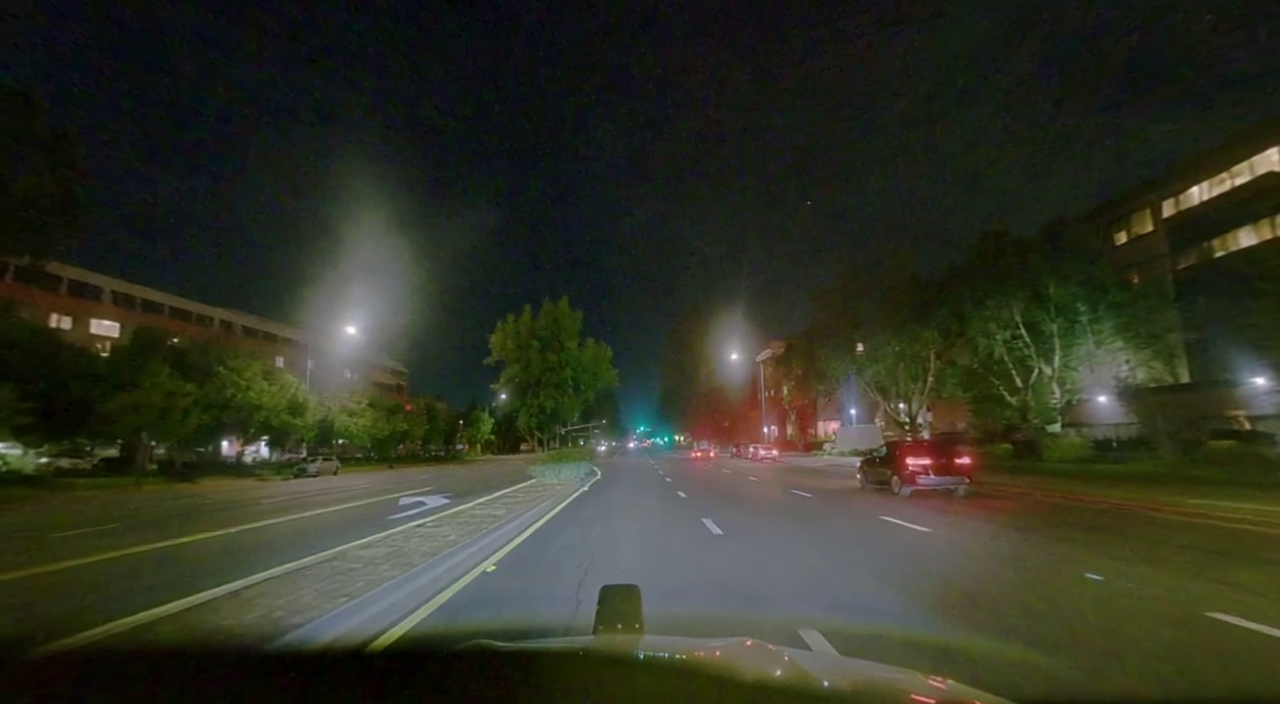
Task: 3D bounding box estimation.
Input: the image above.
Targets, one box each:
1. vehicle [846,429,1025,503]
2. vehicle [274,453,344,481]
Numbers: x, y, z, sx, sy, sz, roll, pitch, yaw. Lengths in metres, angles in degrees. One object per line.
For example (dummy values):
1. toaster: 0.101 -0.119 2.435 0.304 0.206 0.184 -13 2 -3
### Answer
1. vehicle: 7.372 2.895 16.464 2.053 1.628 4.717 1 -9 -5
2. vehicle: -20.633 7.158 39.591 1.945 1.469 4.539 -1 -8 0
